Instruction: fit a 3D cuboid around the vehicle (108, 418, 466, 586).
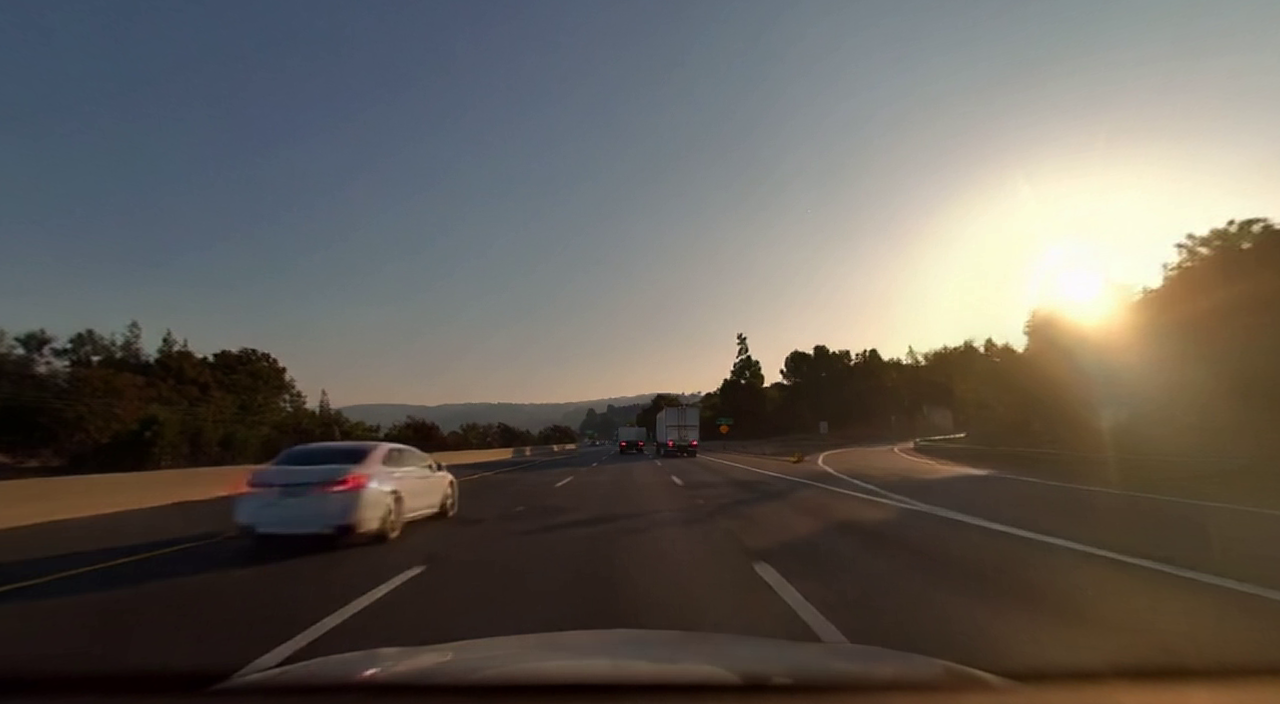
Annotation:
[{"bbox_3d":[-3.895,1.710,8.073,2.111,1.536,4.270,0,-8,0],"label":"vehicle"}]
